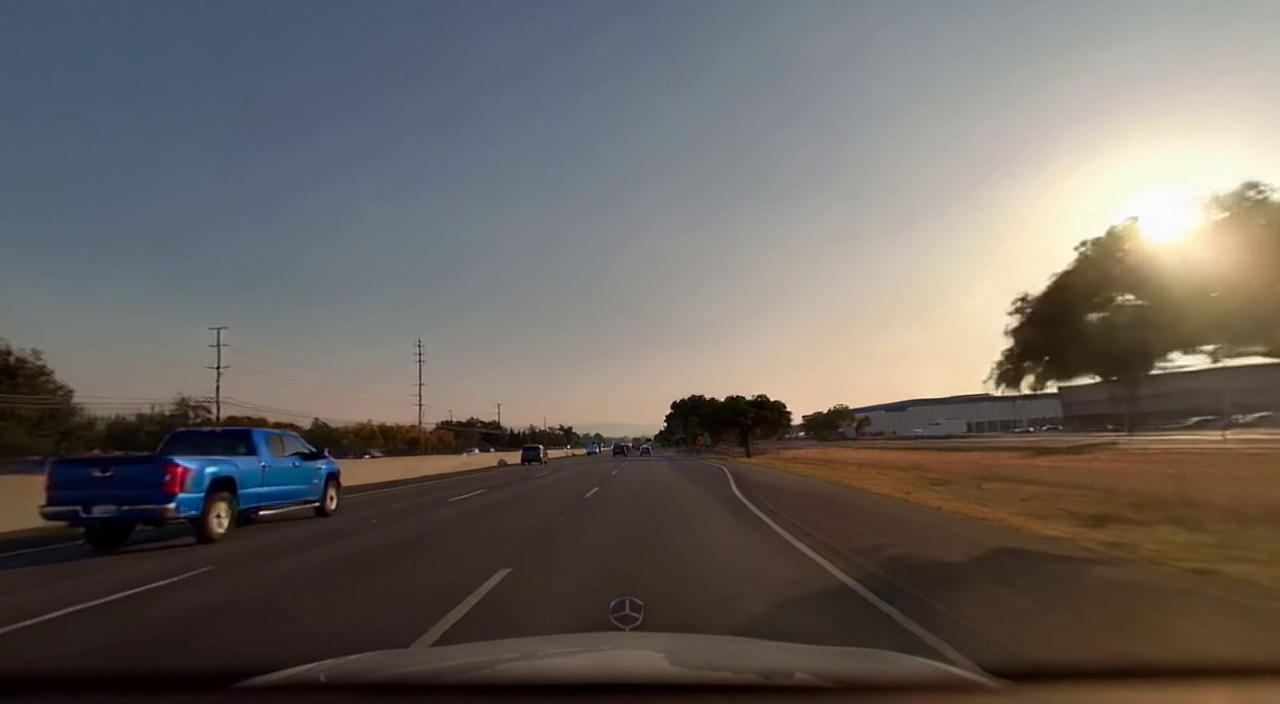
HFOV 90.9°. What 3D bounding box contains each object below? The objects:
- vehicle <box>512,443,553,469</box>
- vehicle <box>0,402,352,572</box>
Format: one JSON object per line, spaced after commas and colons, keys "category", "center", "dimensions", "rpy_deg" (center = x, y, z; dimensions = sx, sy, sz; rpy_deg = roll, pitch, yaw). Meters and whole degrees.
{"category": "vehicle", "center": [-7.338, 7.143, 43.575], "dimensions": [2.021, 1.699, 4.324], "rpy_deg": [0, -8, 1]}
{"category": "vehicle", "center": [-7.169, 1.960, 10.195], "dimensions": [2.156, 1.911, 5.956], "rpy_deg": [0, -8, 0]}
